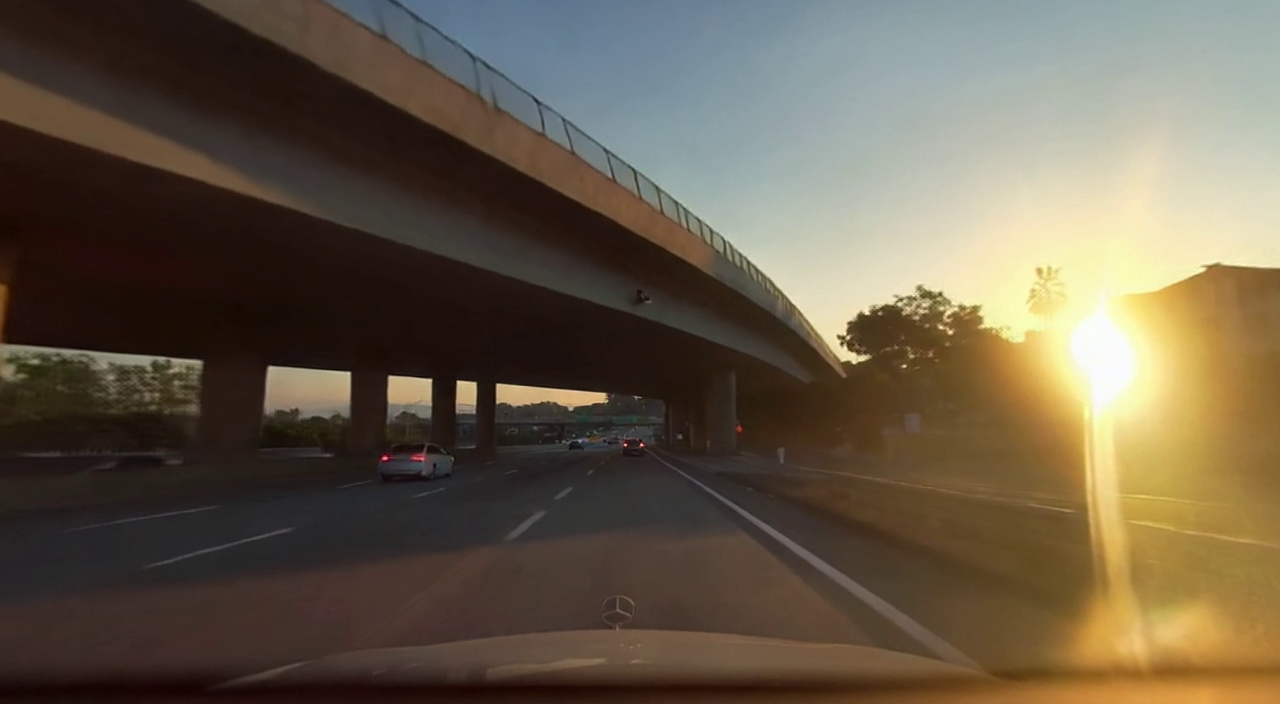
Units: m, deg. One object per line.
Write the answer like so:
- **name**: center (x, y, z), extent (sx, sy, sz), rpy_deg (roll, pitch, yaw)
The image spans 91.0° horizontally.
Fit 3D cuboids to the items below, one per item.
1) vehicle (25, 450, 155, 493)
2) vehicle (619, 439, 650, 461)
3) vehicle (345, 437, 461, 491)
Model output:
- **vehicle**: center (-23.050, 5.003, 26.624), extent (1.953, 1.578, 3.980), rpy_deg (0, -8, -2)
- **vehicle**: center (-0.383, 6.886, 44.210), extent (2.072, 1.440, 3.690), rpy_deg (0, -8, -1)
- **vehicle**: center (-7.358, 3.503, 20.166), extent (1.939, 1.504, 4.727), rpy_deg (0, -8, -1)
